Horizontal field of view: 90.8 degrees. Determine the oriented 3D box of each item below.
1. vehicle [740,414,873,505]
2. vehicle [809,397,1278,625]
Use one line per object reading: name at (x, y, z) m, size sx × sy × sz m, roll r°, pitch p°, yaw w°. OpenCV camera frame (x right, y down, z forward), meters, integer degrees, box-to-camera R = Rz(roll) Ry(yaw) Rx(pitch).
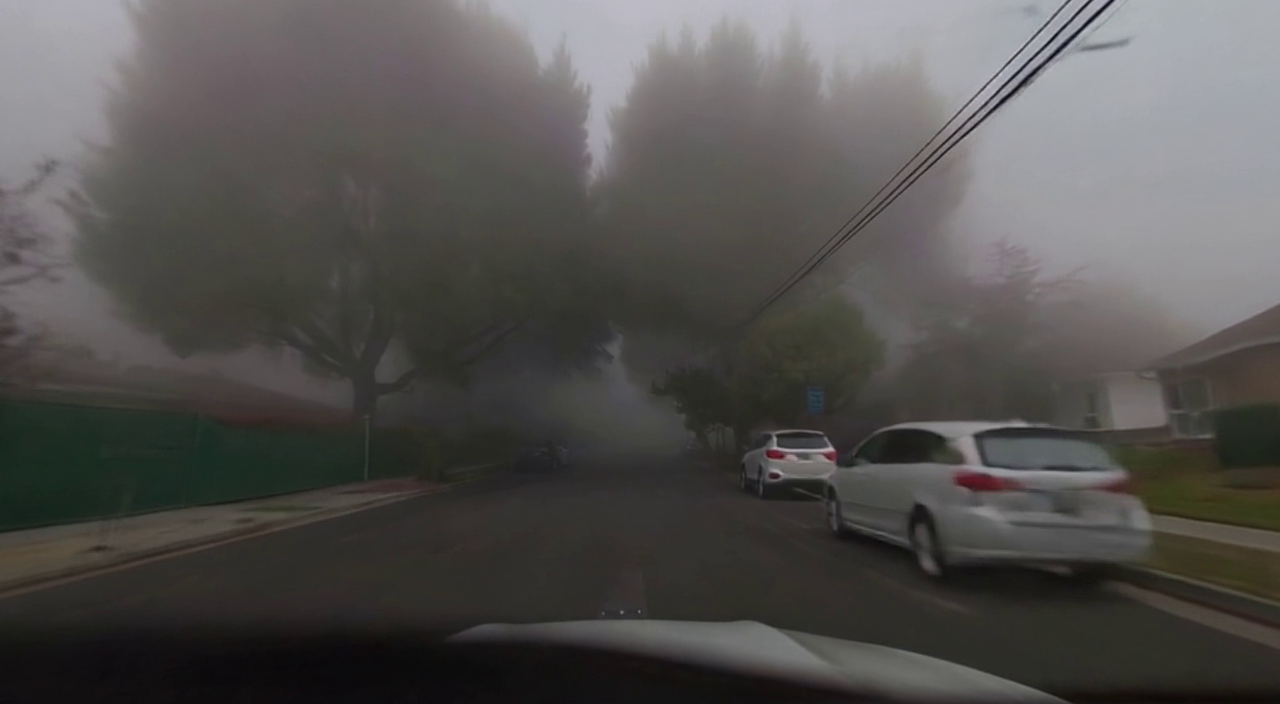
vehicle at (4.099, 2.727, 16.407) m, size 2.220 × 2.045 × 4.139 m, roll 0°, pitch -8°, yaw -1°
vehicle at (3.636, 1.522, 7.167) m, size 2.122 × 1.673 × 4.876 m, roll 0°, pitch -8°, yaw 1°
